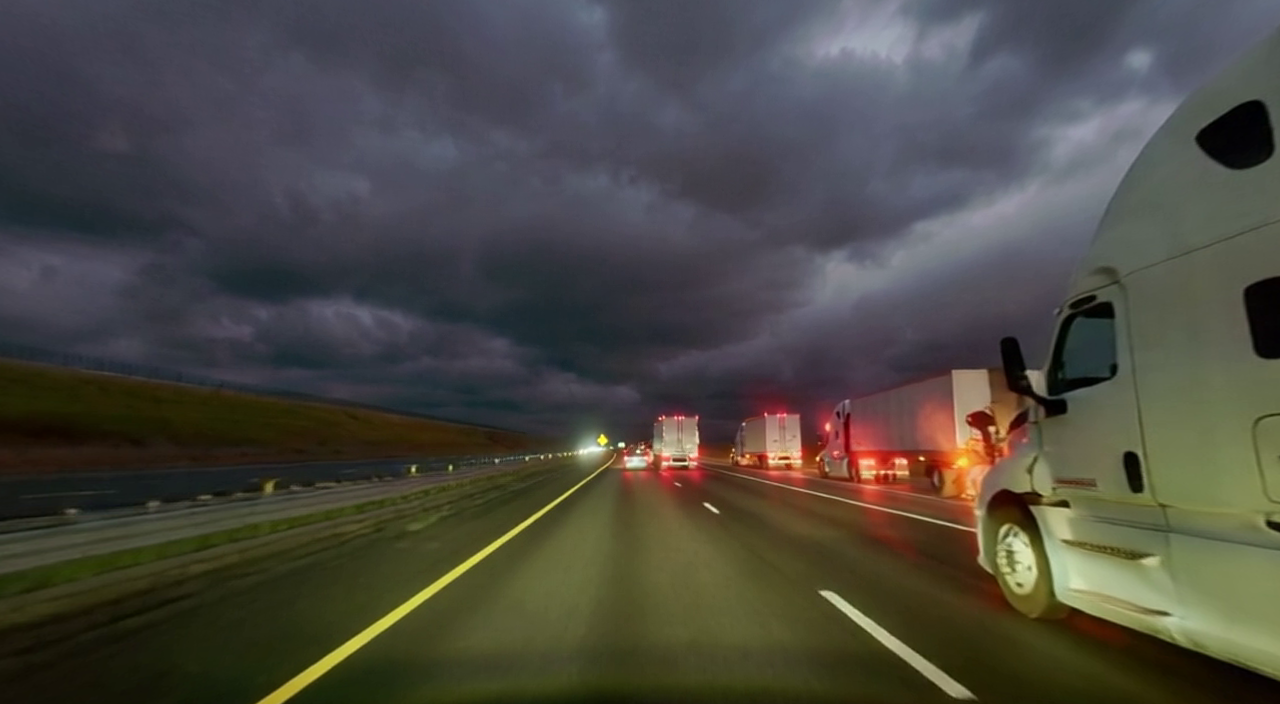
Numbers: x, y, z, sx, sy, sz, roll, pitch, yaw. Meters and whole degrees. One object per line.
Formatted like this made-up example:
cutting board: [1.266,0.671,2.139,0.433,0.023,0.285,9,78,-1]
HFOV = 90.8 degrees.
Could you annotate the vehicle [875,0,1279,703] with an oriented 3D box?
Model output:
vehicle: [3.613,-0.055,2.323,2.990,3.934,6.180,0,-9,0]

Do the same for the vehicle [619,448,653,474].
vehicle: [-0.258,6.361,36.973,1.927,1.437,3.794,0,-9,-1]
